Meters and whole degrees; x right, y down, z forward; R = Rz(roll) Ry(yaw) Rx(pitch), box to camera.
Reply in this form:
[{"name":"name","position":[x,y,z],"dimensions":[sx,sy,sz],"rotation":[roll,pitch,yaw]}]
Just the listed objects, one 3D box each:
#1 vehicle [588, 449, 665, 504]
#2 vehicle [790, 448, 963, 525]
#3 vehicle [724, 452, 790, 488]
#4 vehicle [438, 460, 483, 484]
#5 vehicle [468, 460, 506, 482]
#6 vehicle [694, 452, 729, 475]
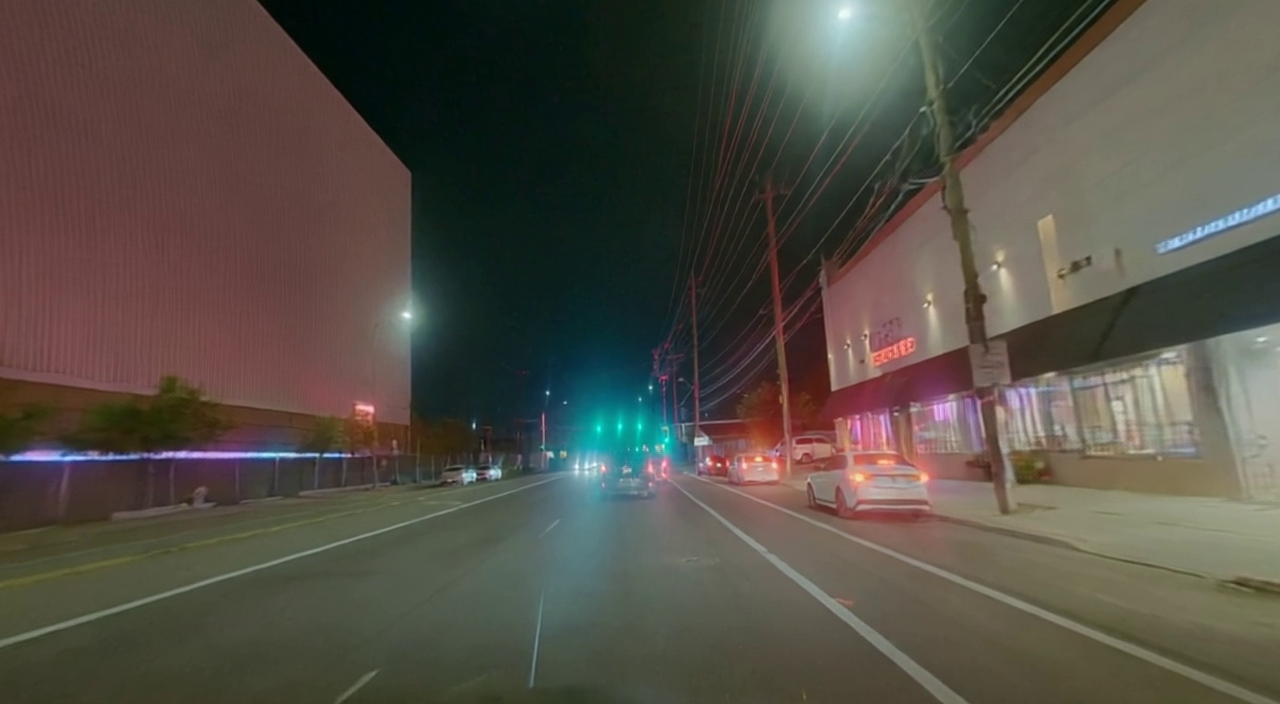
[{"name":"vehicle","position":[-0.357,3.752,19.473],"dimensions":[2.116,1.479,3.980],"rotation":[0,-9,0]},{"name":"vehicle","position":[5.217,3.009,14.853],"dimensions":[2.108,1.471,4.948],"rotation":[0,-9,-1]},{"name":"vehicle","position":[5.134,5.218,28.333],"dimensions":[1.987,1.459,4.677],"rotation":[0,-9,-1]},{"name":"vehicle","position":[-11.773,7.890,41.738],"dimensions":[1.828,1.457,4.371],"rotation":[0,-9,-2]},{"name":"vehicle","position":[-11.550,9.003,47.835],"dimensions":[1.817,1.480,4.282],"rotation":[0,-9,0]},{"name":"vehicle","position":[5.214,8.203,46.683],"dimensions":[1.937,1.523,4.541],"rotation":[0,-9,-1]}]
